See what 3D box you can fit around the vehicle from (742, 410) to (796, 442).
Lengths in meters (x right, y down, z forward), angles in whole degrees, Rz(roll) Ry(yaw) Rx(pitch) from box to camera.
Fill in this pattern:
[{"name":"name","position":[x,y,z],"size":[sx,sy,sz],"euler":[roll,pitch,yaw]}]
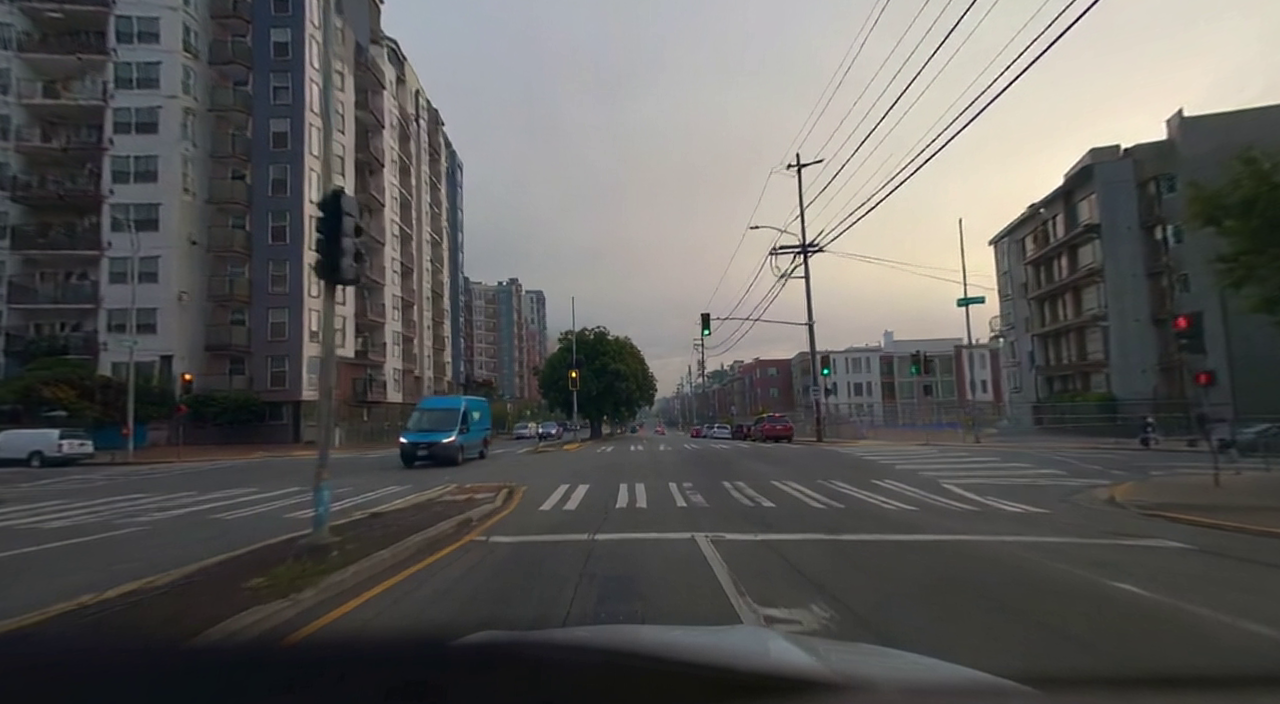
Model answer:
[{"name":"vehicle","position":[7.240,4.267,35.875],"size":[1.996,1.704,4.490],"euler":[0,-8,-2]}]

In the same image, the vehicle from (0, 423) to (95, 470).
[{"name":"vehicle","position":[-26.225,4.030,26.806],"size":[4.462,1.732,2.011],"euler":[-3,-4,0]}]

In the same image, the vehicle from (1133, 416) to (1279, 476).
[{"name":"vehicle","position":[16.364,2.519,17.225],"size":[4.210,1.449,1.974],"euler":[0,-4,0]}]

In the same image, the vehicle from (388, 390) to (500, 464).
[{"name":"vehicle","position":[-7.187,2.806,23.963],"size":[2.515,2.476,5.364],"euler":[0,-6,0]}]
